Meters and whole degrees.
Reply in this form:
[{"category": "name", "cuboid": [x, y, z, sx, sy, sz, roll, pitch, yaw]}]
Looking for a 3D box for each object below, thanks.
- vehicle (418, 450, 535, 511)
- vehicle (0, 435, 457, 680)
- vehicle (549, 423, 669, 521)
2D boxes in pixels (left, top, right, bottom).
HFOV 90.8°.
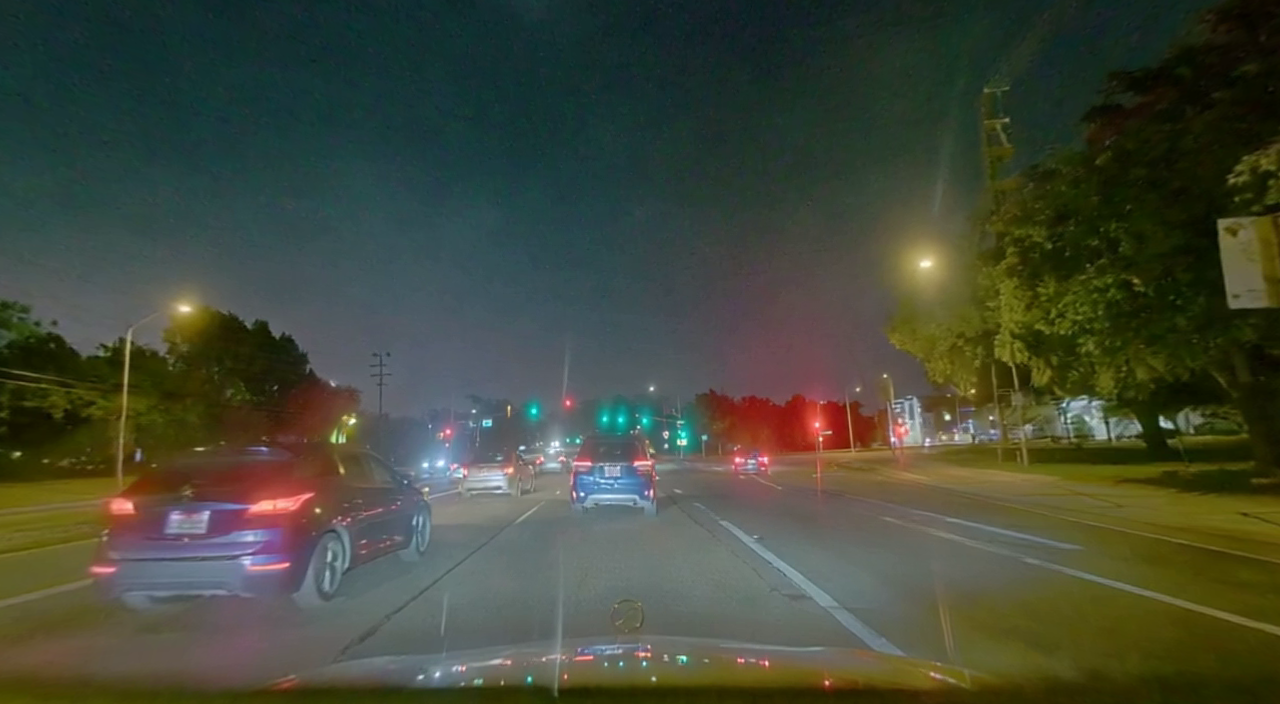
[{"category": "vehicle", "cuboid": [-4.125, 3.303, 16.719, 2.008, 1.341, 4.138, 0, -8, 0]}, {"category": "vehicle", "cuboid": [-3.483, 1.575, 6.095, 2.064, 1.464, 4.373, 0, -8, 1]}, {"category": "vehicle", "cuboid": [-0.612, 2.575, 14.014, 2.276, 1.850, 3.897, 0, -8, -1]}]
